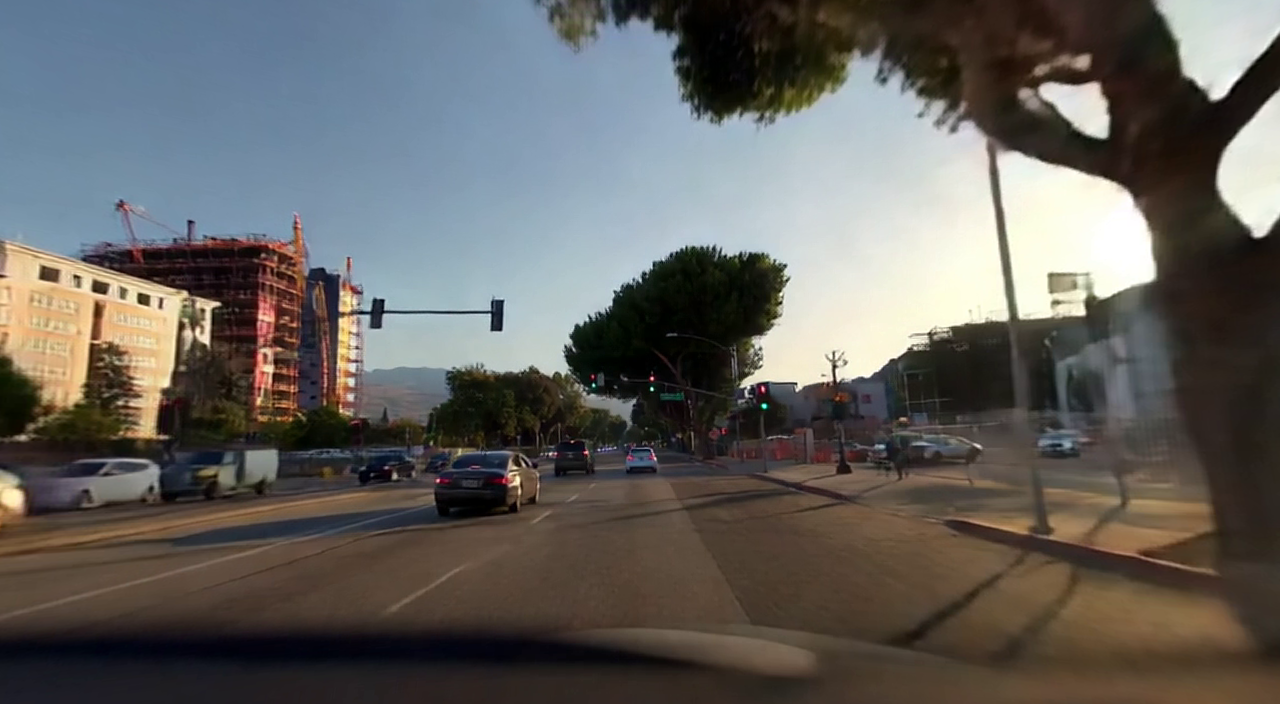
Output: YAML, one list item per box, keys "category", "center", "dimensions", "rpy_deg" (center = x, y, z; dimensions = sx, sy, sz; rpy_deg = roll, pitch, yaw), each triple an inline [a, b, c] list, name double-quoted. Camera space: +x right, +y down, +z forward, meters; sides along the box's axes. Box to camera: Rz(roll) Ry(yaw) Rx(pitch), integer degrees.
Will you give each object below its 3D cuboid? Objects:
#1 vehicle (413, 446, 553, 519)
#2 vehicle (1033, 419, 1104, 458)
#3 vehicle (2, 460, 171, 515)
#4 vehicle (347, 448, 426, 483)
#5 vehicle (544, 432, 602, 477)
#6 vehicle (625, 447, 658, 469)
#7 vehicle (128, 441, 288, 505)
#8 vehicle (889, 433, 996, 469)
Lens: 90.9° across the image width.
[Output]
- category: "vehicle"
  center: [-3.390, 2.902, 14.632]
  dimensions: [1.959, 1.406, 4.527]
  rpy_deg: [0, -9, 2]
- category: "vehicle"
  center: [23.677, 4.798, 34.721]
  dimensions: [2.304, 1.936, 5.023]
  rpy_deg: [-8, -12, 42]
- category: "vehicle"
  center: [-19.334, 4.706, 22.362]
  dimensions: [1.965, 1.539, 4.461]
  rpy_deg: [-4, -9, 1]
- category: "vehicle"
  center: [-11.642, 5.191, 29.191]
  dimensions: [1.898, 1.498, 3.913]
  rpy_deg: [0, -9, 2]
- category: "vehicle"
  center: [-3.202, 5.079, 31.336]
  dimensions: [2.240, 2.054, 4.662]
  rpy_deg: [0, -9, 2]
- category: "vehicle"
  center: [0.118, 7.211, 43.178]
  dimensions: [2.171, 1.422, 4.146]
  rpy_deg: [0, -9, 1]
- category: "vehicle"
  center: [-15.463, 4.316, 23.042]
  dimensions: [2.270, 1.978, 5.032]
  rpy_deg: [-3, -9, 0]
- category: "vehicle"
  center: [13.444, 4.372, 28.078]
  dimensions: [4.061, 1.465, 1.803]
  rpy_deg: [2, -8, -17]
